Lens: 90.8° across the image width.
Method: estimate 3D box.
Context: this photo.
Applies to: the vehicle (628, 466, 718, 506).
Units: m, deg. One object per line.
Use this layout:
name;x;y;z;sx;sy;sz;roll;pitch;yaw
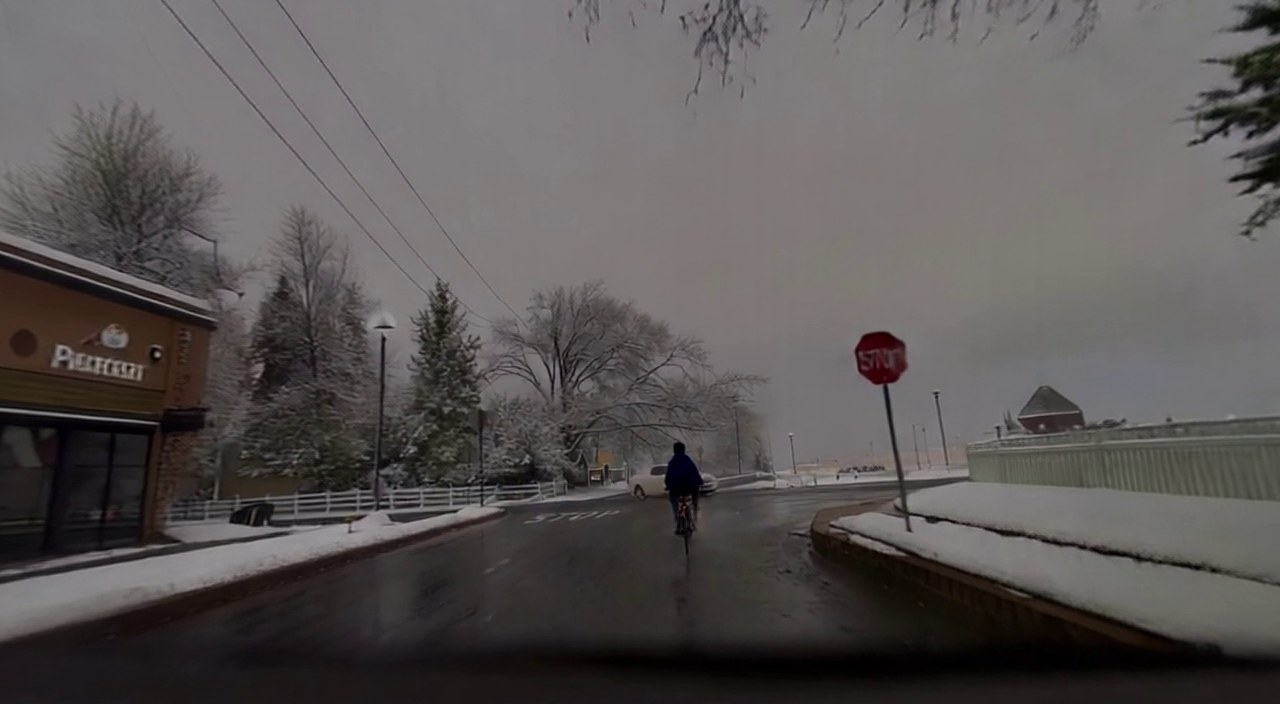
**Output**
vehicle;1.317;5.942;28.456;2.112;1.479;5.323;3;-9;-20
